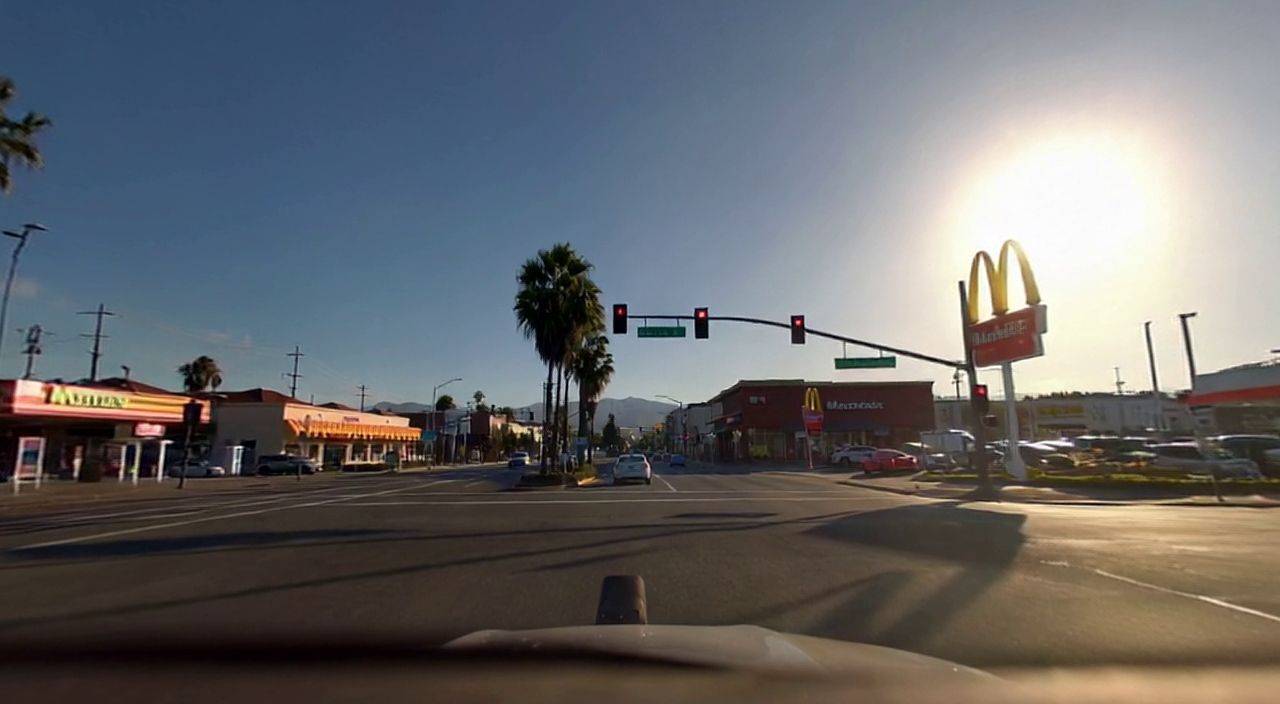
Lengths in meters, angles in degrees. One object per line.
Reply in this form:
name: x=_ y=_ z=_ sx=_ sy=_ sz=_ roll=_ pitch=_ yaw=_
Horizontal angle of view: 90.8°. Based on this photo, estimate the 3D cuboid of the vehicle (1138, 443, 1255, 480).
vehicle: x=24.096 y=4.734 z=27.537 sx=1.738 sy=1.462 sz=3.609 roll=0 pitch=-9 yaw=0

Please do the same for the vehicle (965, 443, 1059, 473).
vehicle: x=19.403 y=5.521 z=33.145 sx=3.833 sy=1.495 sz=1.892 roll=-3 pitch=-9 yaw=16

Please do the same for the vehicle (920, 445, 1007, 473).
vehicle: x=18.327 y=6.062 z=35.942 sx=3.962 sy=1.529 sz=1.867 roll=-1 pitch=-9 yaw=9

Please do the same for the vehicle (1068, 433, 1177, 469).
vehicle: x=24.361 y=5.030 z=32.007 sx=3.783 sy=1.560 sz=1.853 roll=-4 pitch=-10 yaw=9

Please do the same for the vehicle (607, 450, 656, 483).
vehicle: x=-0.458 y=5.700 z=31.671 sx=2.270 sy=1.475 sz=4.571 roll=0 pitch=-9 yaw=-2
